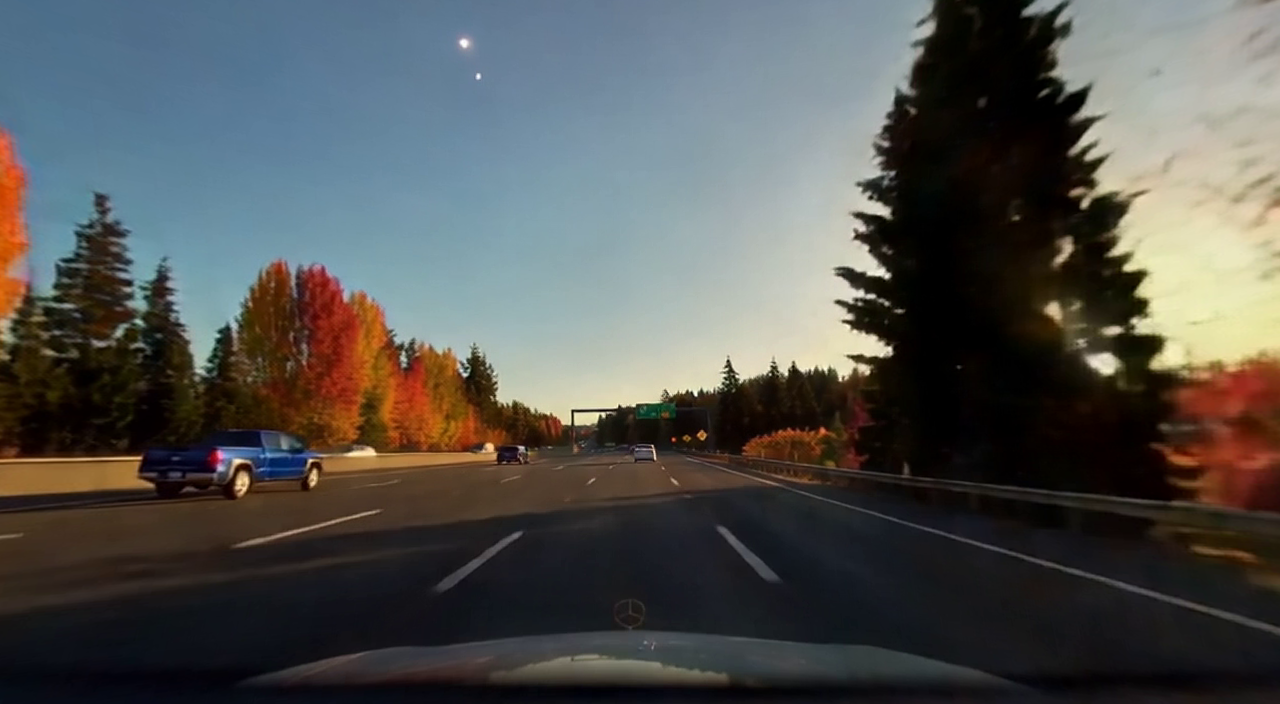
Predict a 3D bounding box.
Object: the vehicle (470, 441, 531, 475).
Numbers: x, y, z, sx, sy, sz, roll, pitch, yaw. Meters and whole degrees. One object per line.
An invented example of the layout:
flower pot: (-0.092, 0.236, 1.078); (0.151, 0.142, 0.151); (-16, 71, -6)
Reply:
vehicle: (-6.682, 5.130, 30.708); (1.919, 1.499, 4.234); (0, -8, 1)

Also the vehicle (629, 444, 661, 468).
vehicle: (0.335, 6.788, 41.381); (1.984, 1.471, 4.202); (0, -8, 1)

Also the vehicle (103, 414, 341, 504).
vehicle: (-10.771, 2.819, 17.076); (2.347, 1.984, 5.778); (0, -8, 2)
